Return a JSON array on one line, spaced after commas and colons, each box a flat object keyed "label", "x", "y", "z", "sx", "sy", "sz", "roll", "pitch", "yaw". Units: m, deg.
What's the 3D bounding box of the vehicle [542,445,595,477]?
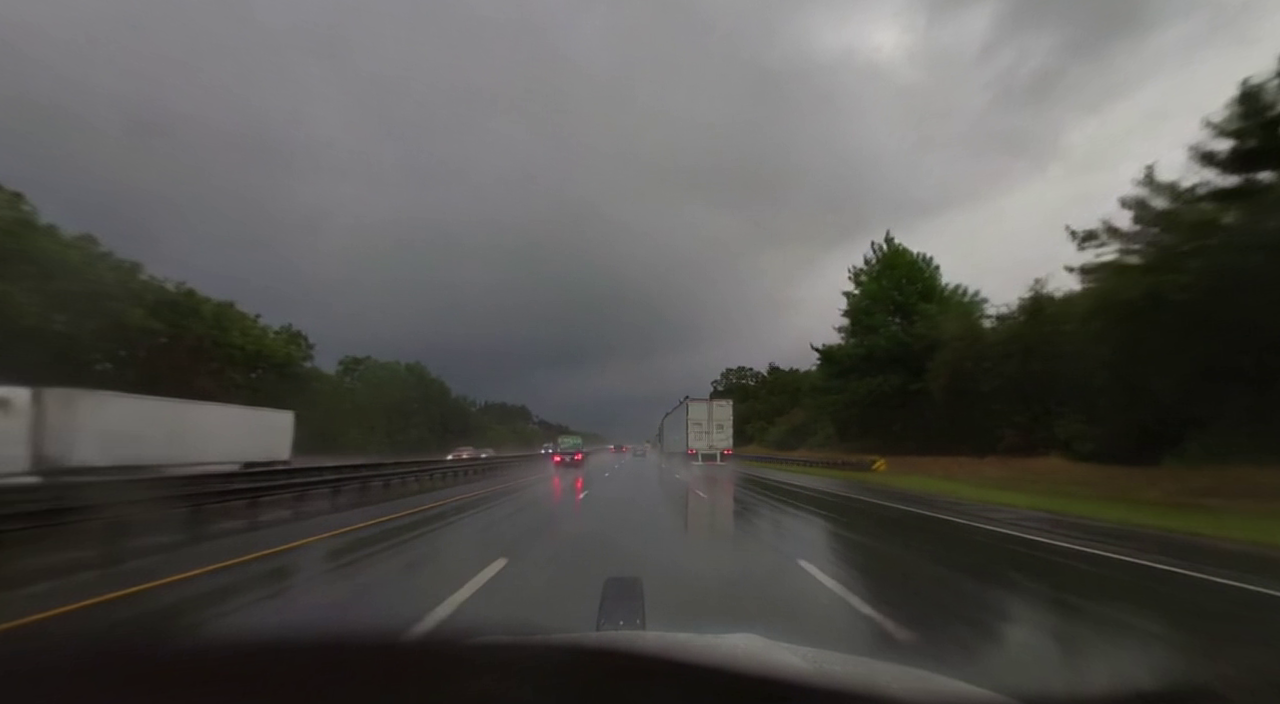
[{"label": "vehicle", "x": -3.488, "y": 5.437, "z": 31.627, "sx": 2.121, "sy": 1.445, "sz": 4.651, "roll": 0, "pitch": -9, "yaw": -1}]

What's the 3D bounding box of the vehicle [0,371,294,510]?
[{"label": "vehicle", "x": -19.197, "y": 3.607, "z": 24.970, "sx": 2.884, "sy": 3.905, "sz": 14.603, "roll": 0, "pitch": -9, "yaw": -1}]

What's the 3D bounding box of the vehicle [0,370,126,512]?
[{"label": "vehicle", "x": -19.149, "y": 2.627, "z": 18.442, "sx": 2.990, "sy": 3.854, "sz": 5.965, "roll": 0, "pitch": -9, "yaw": -1}]

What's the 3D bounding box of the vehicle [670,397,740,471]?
[{"label": "vehicle", "x": 3.952, "y": 5.669, "z": 42.179, "sx": 2.974, "sy": 4.083, "sz": 14.389, "roll": 0, "pitch": -9, "yaw": -1}]
